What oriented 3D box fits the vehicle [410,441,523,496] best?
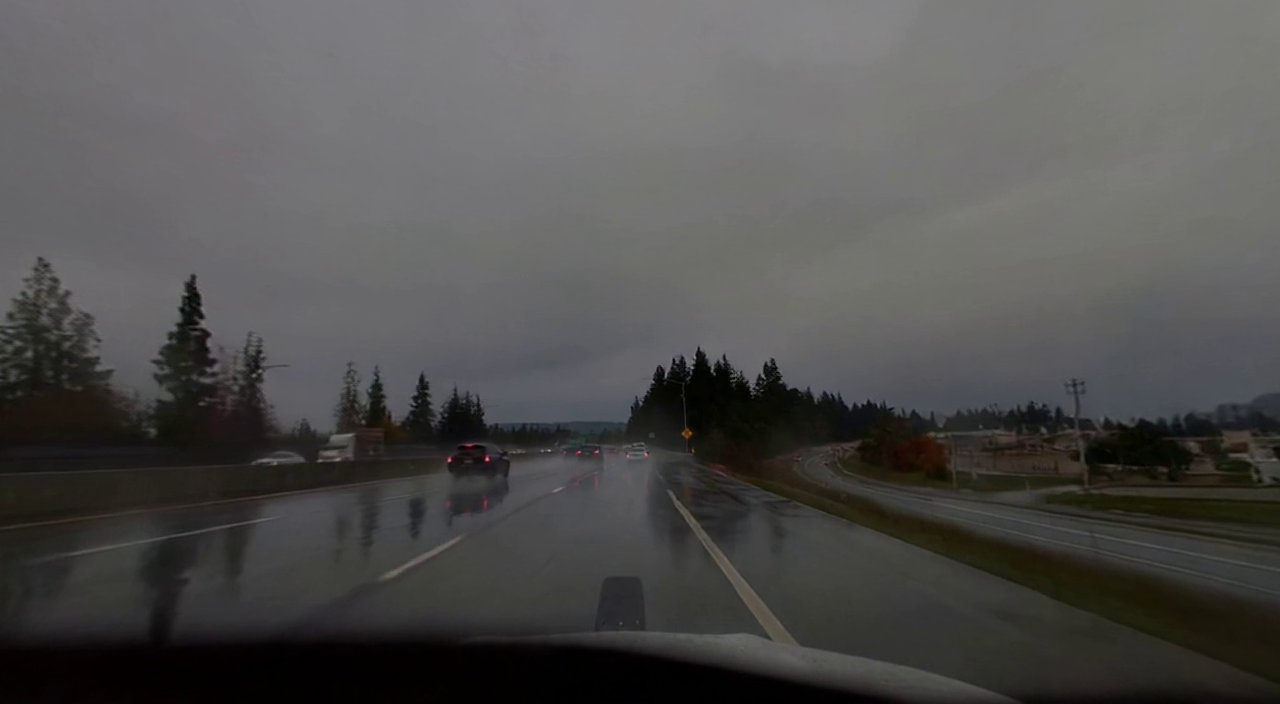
[{"bbox_3d":[-5.389,3.682,20.436,2.102,1.562,4.884,-1,-9,2],"label":"vehicle"}]

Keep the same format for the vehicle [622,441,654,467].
[{"bbox_3d":[-0.148,7.360,45.786,2.179,1.742,4.396,0,-9,0],"label":"vehicle"}]

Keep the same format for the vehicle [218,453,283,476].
[{"bbox_3d":[-29.745,8.579,48.372,1.809,1.559,4.718,-1,-9,2],"label":"vehicle"}]
